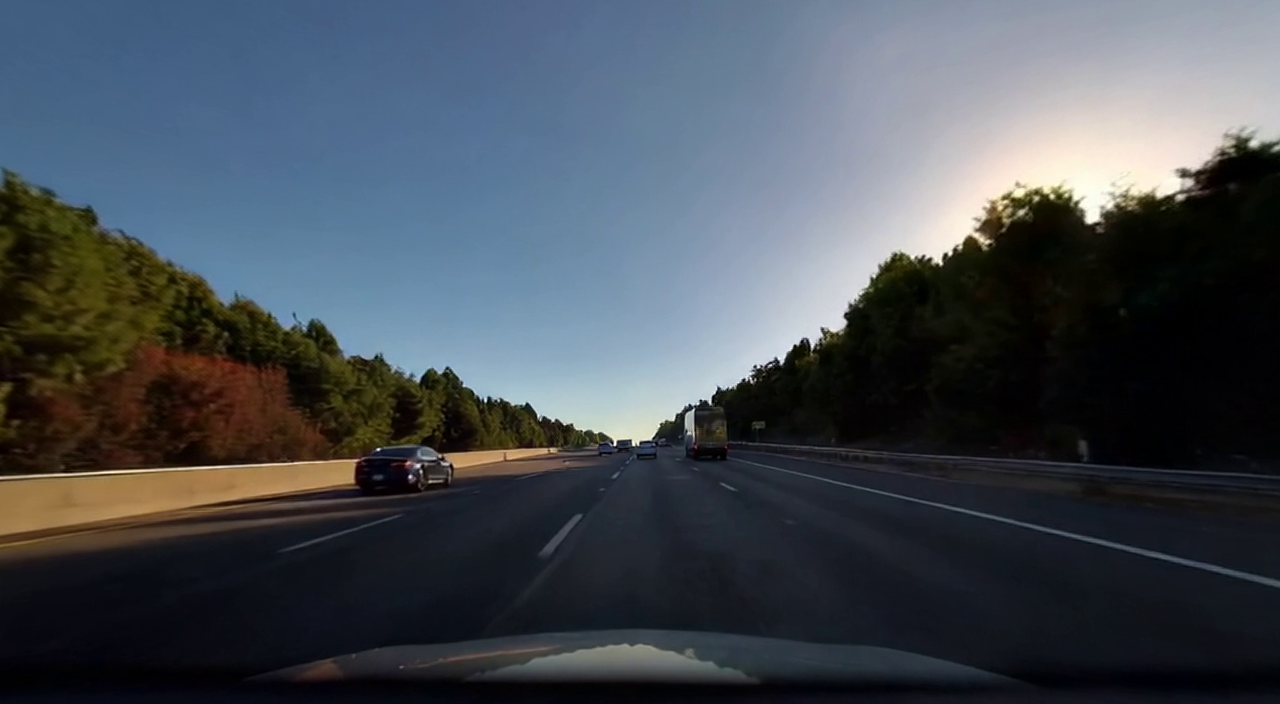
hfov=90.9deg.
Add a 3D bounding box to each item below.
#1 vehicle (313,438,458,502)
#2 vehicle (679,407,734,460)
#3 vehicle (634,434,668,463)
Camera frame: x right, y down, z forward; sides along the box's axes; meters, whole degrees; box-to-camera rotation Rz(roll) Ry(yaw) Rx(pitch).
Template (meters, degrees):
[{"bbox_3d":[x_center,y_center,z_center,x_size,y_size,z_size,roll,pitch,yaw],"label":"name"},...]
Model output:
[{"bbox_3d":[-6.802,3.200,17.536,1.947,1.513,4.751,-1,-9,2],"label":"vehicle"},{"bbox_3d":[4.678,6.100,46.331,2.855,3.423,9.485,0,-9,0],"label":"vehicle"},{"bbox_3d":[0.730,6.658,43.495,2.212,1.807,4.372,-1,-9,1],"label":"vehicle"}]
